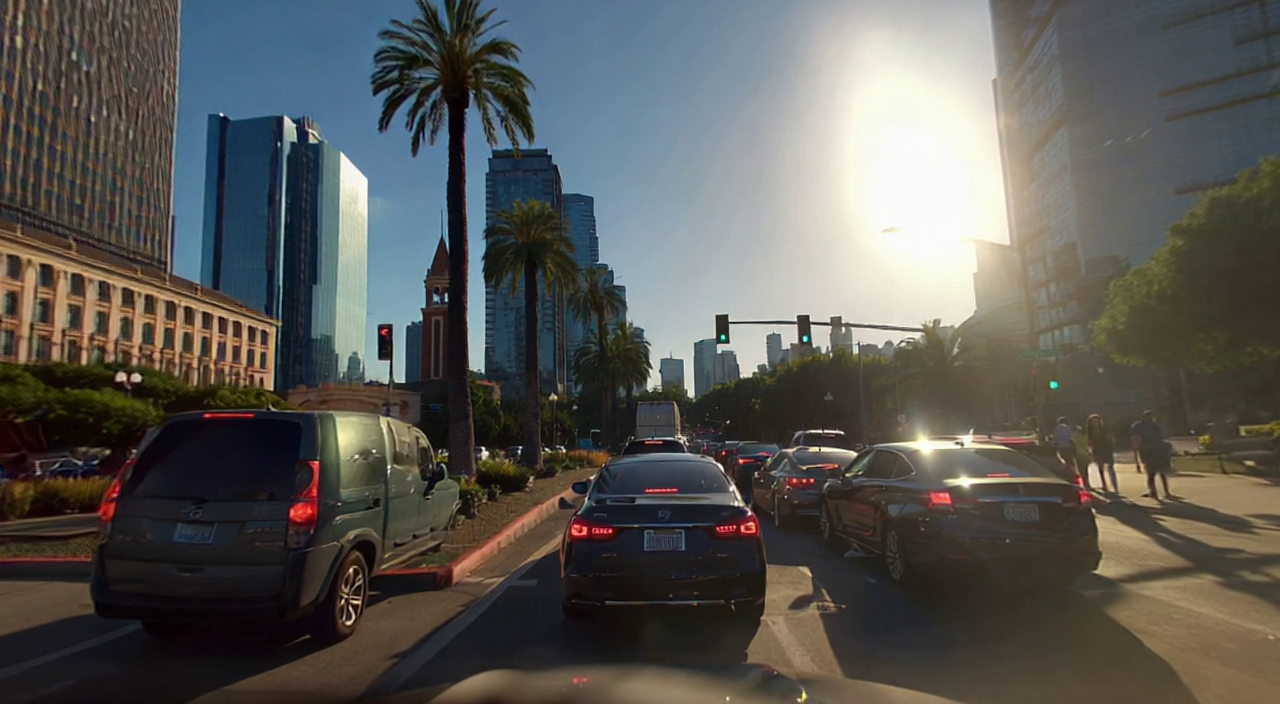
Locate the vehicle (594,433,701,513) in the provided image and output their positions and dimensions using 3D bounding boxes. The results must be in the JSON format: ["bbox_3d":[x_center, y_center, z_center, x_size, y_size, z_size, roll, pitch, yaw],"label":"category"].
[{"bbox_3d":[0.177,2.611,13.990,2.048,1.503,3.681,0,-9,1],"label":"vehicle"}]

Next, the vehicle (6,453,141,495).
[{"bbox_3d":[-26.700,5.724,29.954,2.105,1.793,4.812,0,-9,-4],"label":"vehicle"}]

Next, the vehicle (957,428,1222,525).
[{"bbox_3d":[8.174,2.282,12.087,1.859,1.508,4.259,0,-9,-1],"label":"vehicle"}]

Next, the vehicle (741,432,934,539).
[{"bbox_3d":[3.101,2.191,11.004,1.913,1.469,4.425,0,-9,0],"label":"vehicle"}]
